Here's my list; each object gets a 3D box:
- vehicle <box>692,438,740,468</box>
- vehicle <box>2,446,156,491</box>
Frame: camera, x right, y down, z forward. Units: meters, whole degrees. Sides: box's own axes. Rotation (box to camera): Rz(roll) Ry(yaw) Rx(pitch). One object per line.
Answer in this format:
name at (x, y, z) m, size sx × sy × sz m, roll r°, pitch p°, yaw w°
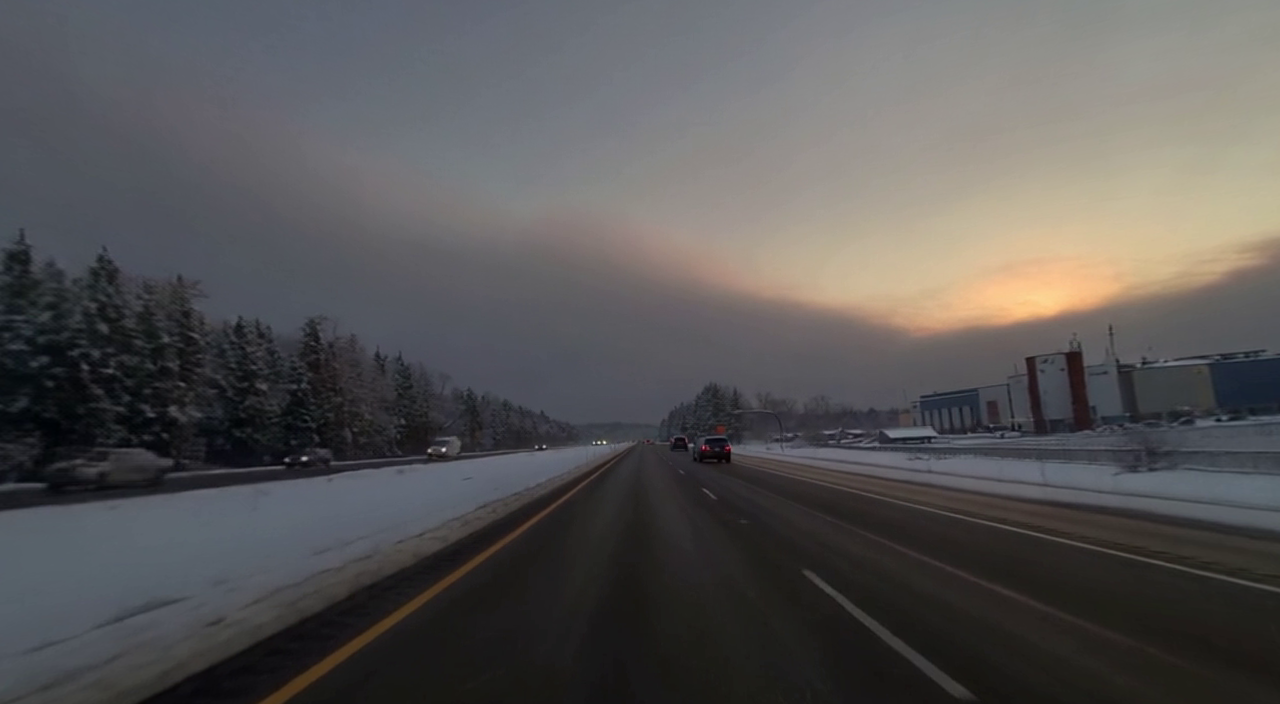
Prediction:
vehicle at (4.085, 5.476, 34.401) m, size 2.062 × 1.518 × 4.026 m, roll 0°, pitch -8°, yaw -1°
vehicle at (-24.173, 4.988, 27.499) m, size 2.027 × 1.763 × 5.013 m, roll 0°, pitch -8°, yaw 1°
